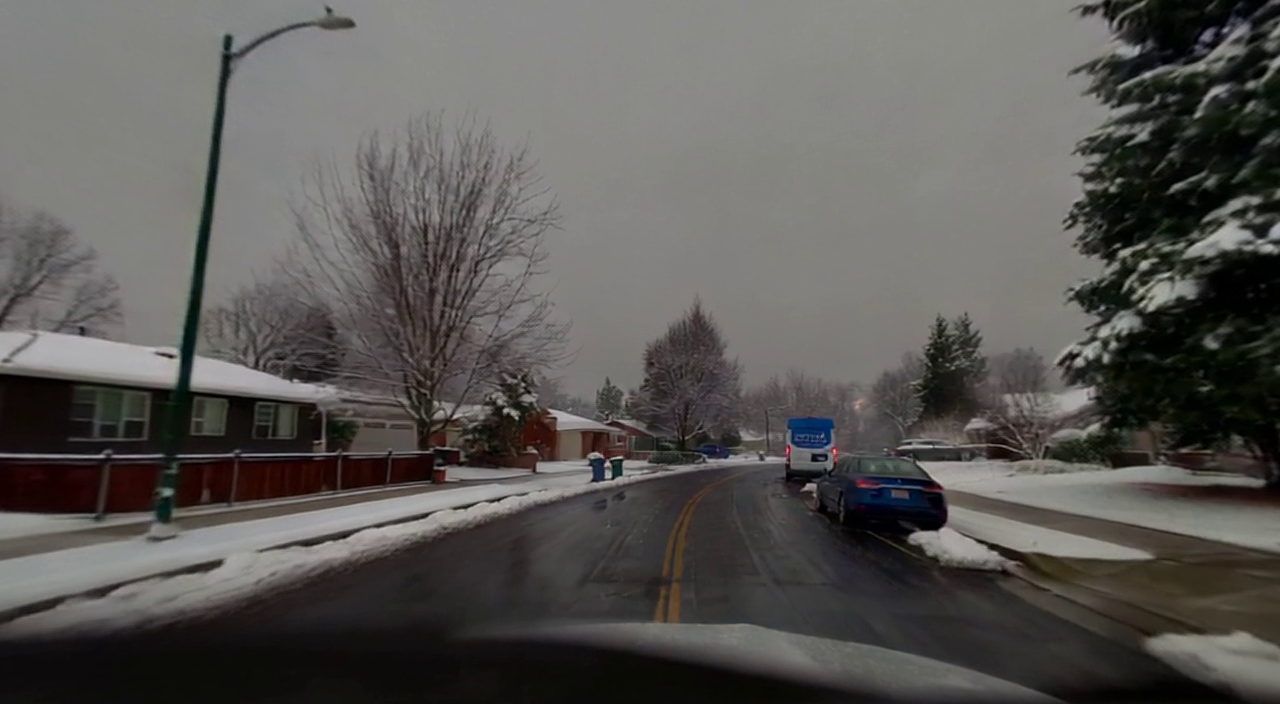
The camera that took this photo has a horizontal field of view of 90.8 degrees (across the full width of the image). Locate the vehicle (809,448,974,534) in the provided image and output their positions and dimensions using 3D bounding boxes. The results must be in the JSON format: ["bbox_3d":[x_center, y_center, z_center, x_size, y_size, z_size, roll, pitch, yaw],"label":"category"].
[{"bbox_3d":[4.641,2.565,12.391,1.835,1.349,4.285,-1,-9,6],"label":"vehicle"}]

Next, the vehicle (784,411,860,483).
[{"bbox_3d":[7.884,4.085,27.247,2.684,2.712,6.197,-3,-9,17],"label":"vehicle"}]
